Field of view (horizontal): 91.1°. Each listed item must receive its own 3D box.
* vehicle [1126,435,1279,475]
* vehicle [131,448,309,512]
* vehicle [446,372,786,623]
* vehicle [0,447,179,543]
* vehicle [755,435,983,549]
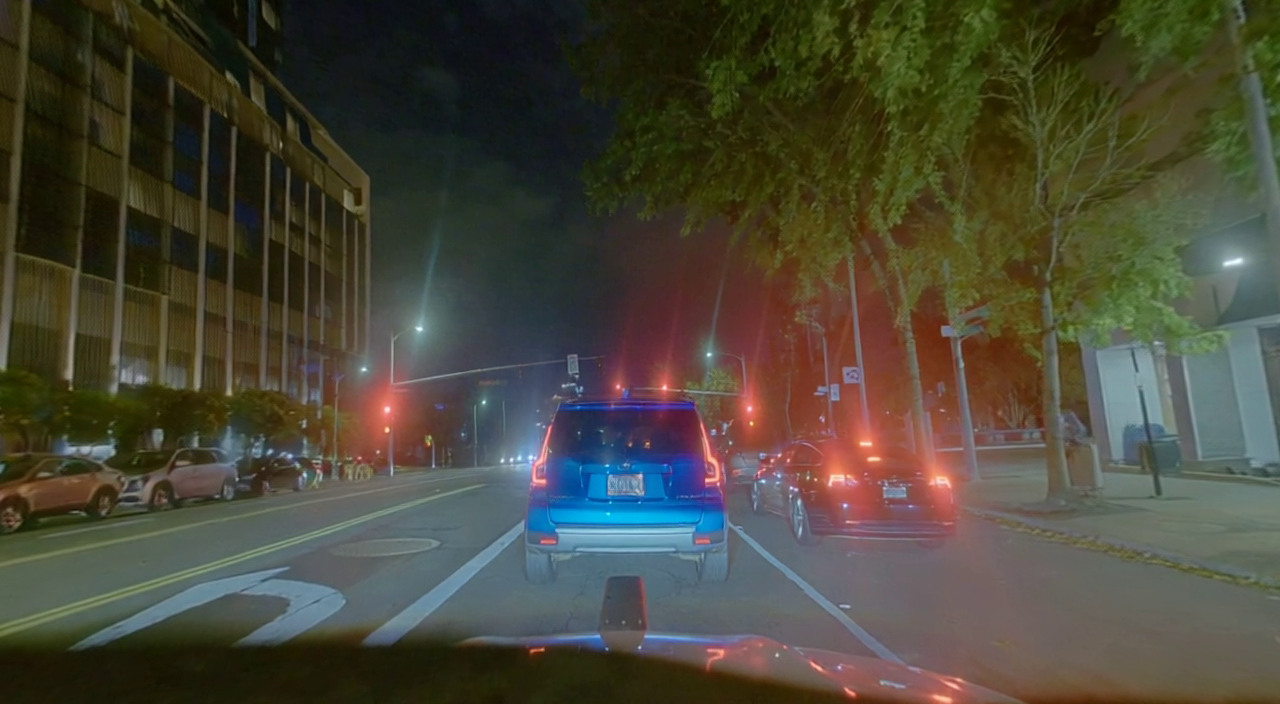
[{"bbox_3d":[22.163,4.050,24.964,4.055,1.469,1.848,-4,-9,26],"label":"vehicle"},{"bbox_3d":[-12.465,3.778,19.124,2.207,1.648,4.675,0,-8,-1],"label":"vehicle"},{"bbox_3d":[-0.164,1.362,6.781,2.453,1.816,4.300,0,-8,0],"label":"vehicle"},{"bbox_3d":[-12.547,2.909,13.452,1.891,1.723,4.360,0,-8,1],"label":"vehicle"},{"bbox_3d":[3.293,2.084,10.079,2.056,1.422,4.130,0,-8,-1],"label":"vehicle"}]
